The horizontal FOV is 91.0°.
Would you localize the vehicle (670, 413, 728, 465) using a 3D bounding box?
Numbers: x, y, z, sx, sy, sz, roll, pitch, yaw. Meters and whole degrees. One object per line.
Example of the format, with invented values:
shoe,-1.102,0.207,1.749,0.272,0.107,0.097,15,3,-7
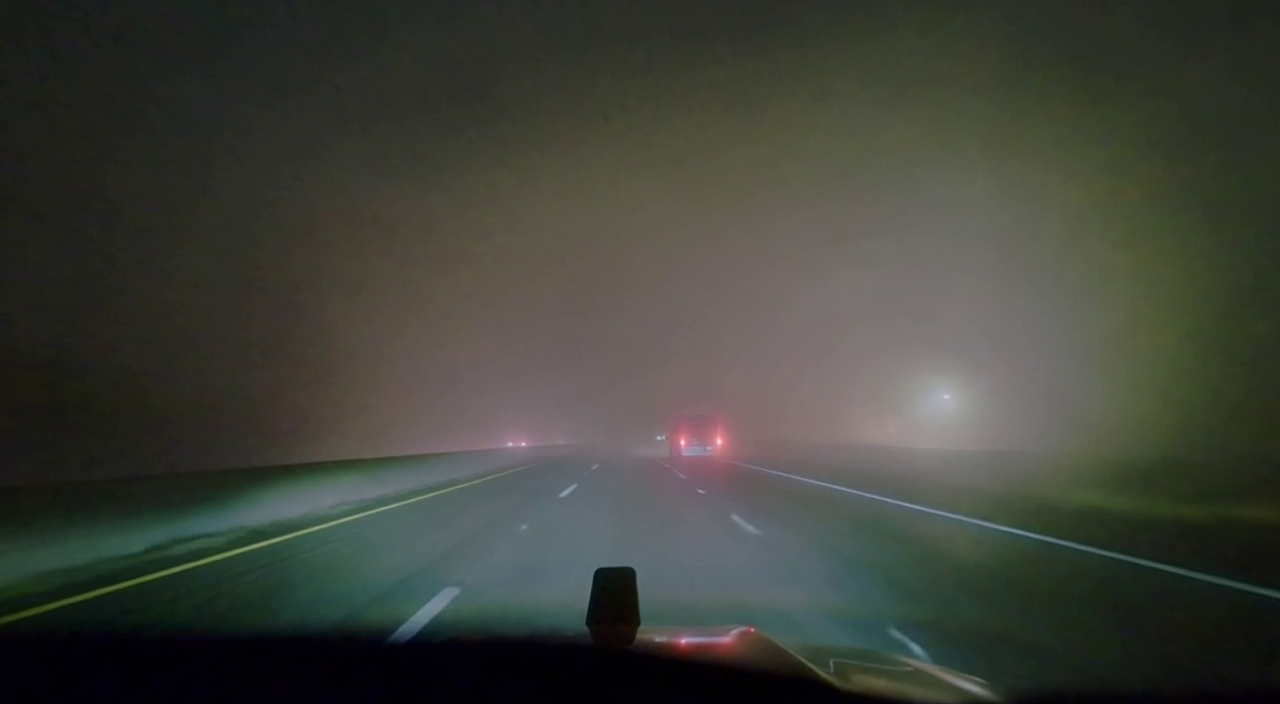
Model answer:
vehicle,3.215,4.994,36.182,2.431,2.667,6.921,0,-8,-2
